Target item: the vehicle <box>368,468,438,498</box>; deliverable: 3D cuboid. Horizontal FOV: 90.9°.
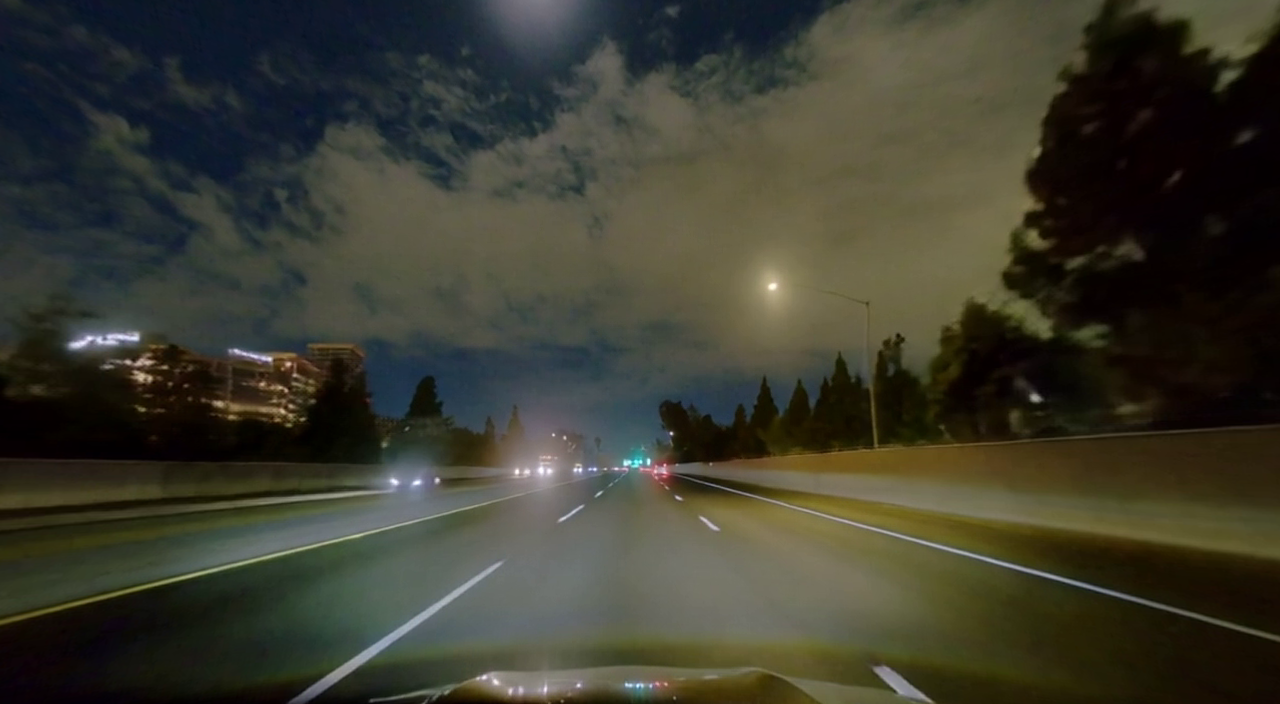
[{"bbox_3d":[-11.866,6.596,31.901,1.883,1.389,4.129,1,-10,1],"label":"vehicle"}]
